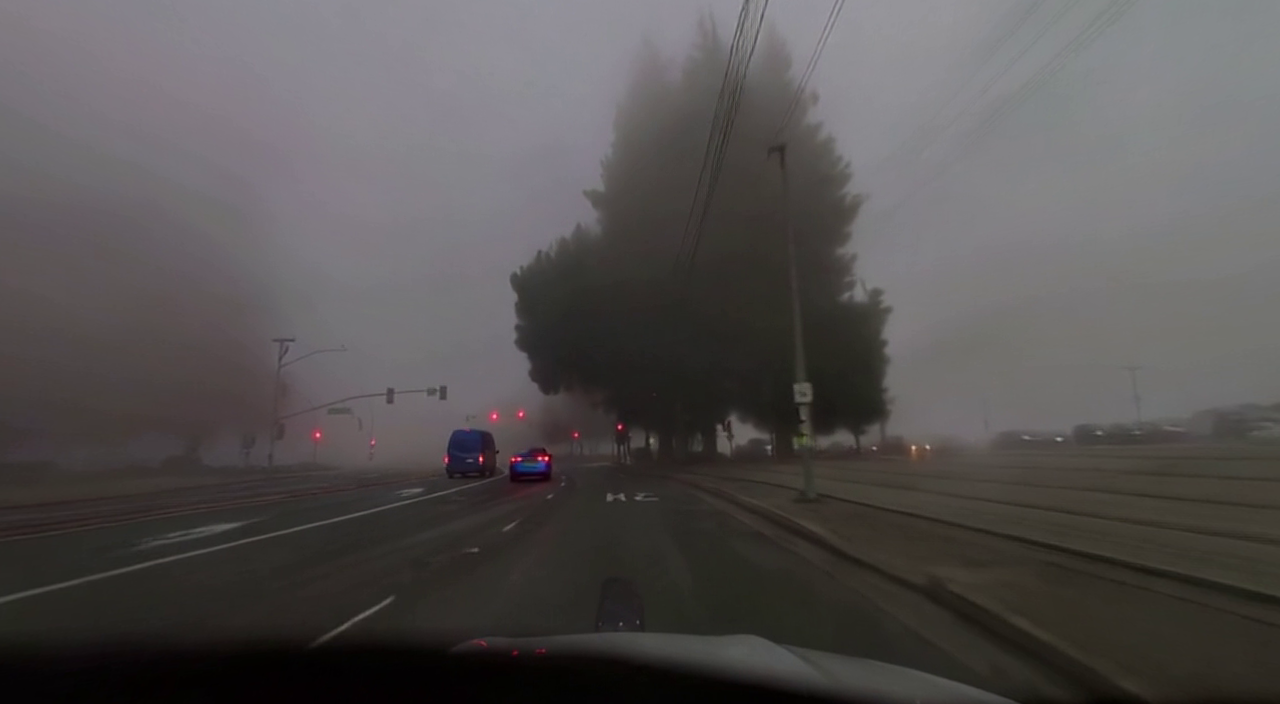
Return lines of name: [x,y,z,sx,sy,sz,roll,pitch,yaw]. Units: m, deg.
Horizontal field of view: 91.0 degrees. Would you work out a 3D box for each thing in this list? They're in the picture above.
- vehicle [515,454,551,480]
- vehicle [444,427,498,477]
vehicle: [-6.553,7.057,38.930,2.019,1.485,4.565,2,-9,-8]
vehicle: [-10.698,6.399,40.376,2.461,2.889,6.776,2,-9,-8]
